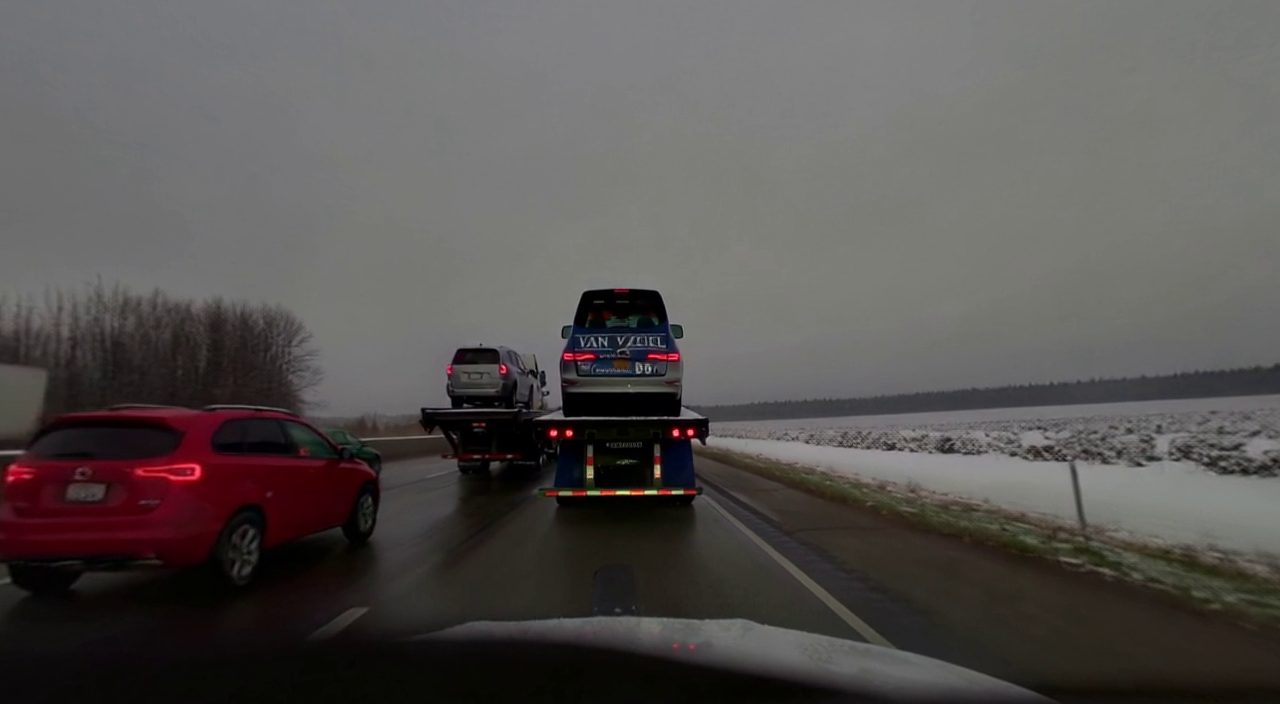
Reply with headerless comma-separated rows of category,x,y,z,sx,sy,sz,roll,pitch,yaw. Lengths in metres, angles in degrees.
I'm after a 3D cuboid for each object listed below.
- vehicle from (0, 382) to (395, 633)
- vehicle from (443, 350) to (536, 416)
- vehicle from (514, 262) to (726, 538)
vehicle,-4.288,1.323,6.451,1.914,1.675,4.331,0,-7,-2
vehicle,-4.815,1.138,20.871,2.118,1.799,4.591,0,-7,-3
vehicle,-0.395,1.184,12.929,2.738,3.628,9.223,0,-7,-2
